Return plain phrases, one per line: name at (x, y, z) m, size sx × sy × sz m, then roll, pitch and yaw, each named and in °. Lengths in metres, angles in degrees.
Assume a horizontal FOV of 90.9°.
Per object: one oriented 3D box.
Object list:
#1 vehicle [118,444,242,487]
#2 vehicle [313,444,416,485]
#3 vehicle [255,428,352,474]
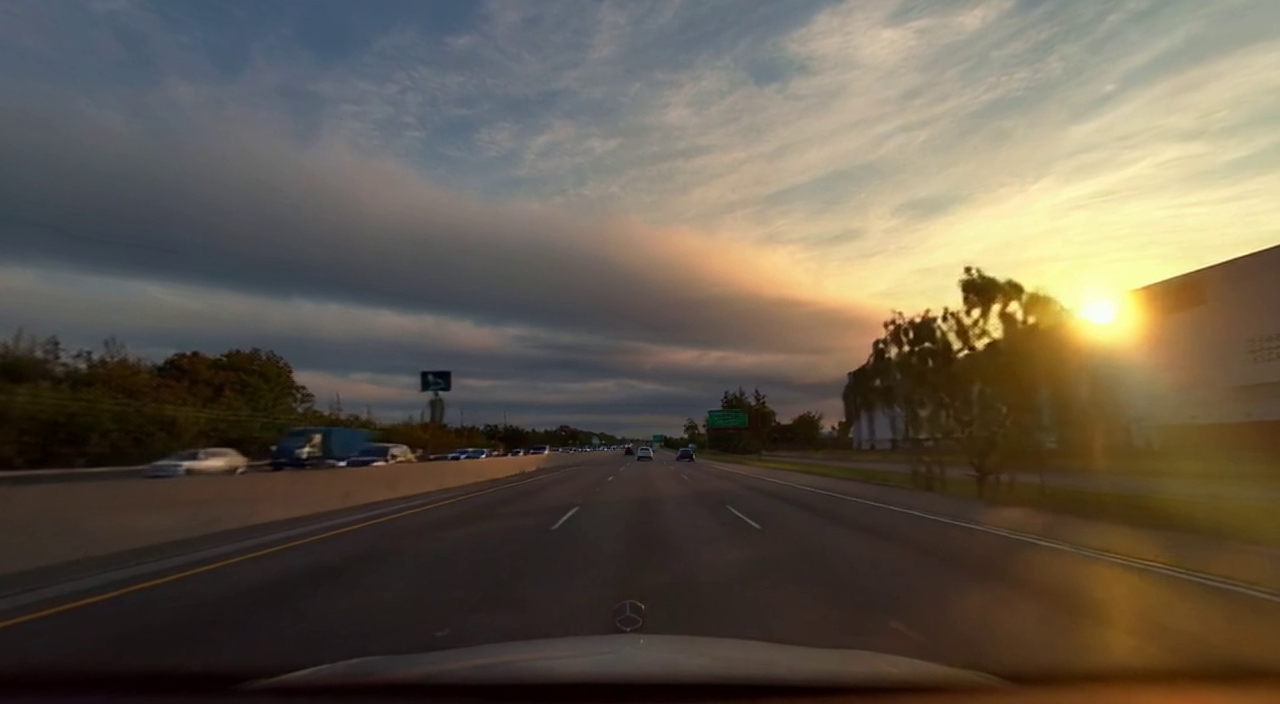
vehicle at (-18.799, 4.640, 26.055) m, size 1.803 × 1.585 × 4.350 m, roll 0°, pitch -9°, yaw 0°
vehicle at (-10.917, 4.478, 25.383) m, size 2.064 × 1.477 × 4.488 m, roll 0°, pitch -9°, yaw 1°
vehicle at (-20.455, 6.089, 38.801) m, size 2.352 × 2.598 × 6.329 m, roll 0°, pitch -9°, yaw 1°
